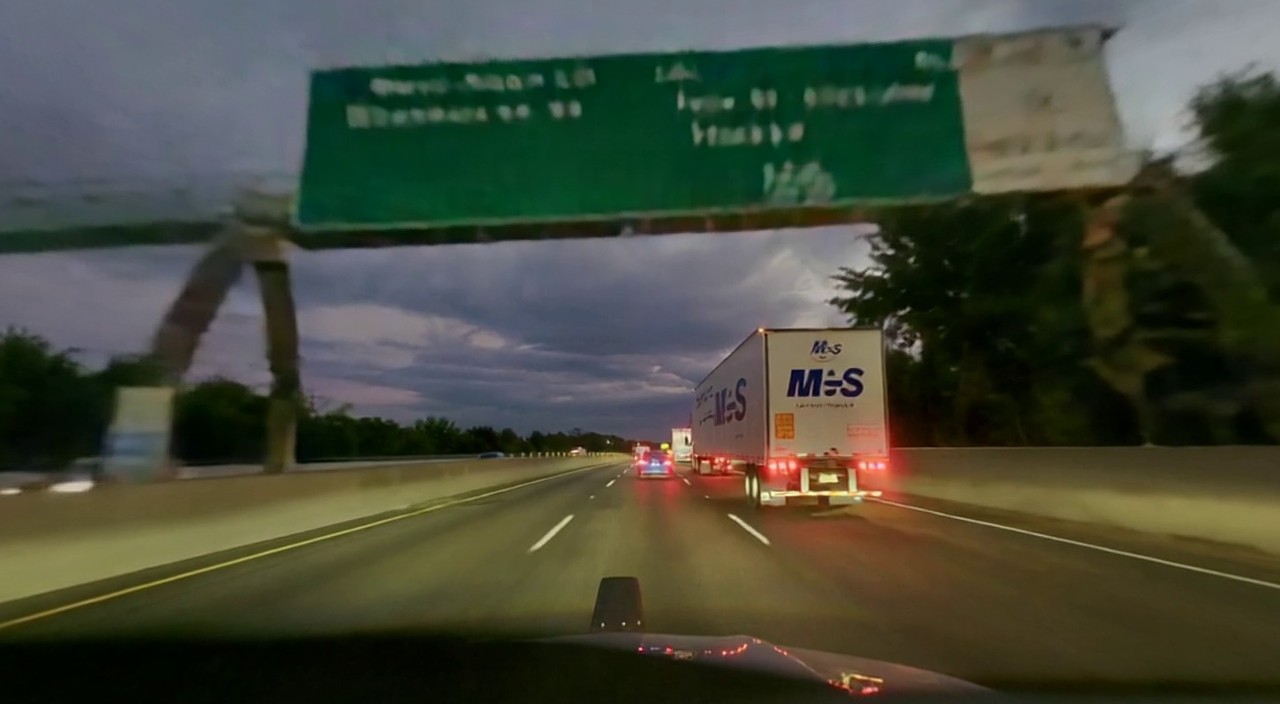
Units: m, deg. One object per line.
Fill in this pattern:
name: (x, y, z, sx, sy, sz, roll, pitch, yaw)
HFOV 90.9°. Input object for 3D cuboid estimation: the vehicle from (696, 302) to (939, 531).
vehicle: (3.773, 2.183, 18.384, 3.002, 4.104, 14.174, 0, -9, 0)

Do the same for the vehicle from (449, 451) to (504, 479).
vehicle: (-9.388, 6.494, 36.566, 1.912, 1.502, 4.283, 0, -9, 2)

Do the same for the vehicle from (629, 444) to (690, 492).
vehicle: (0.639, 4.330, 23.857, 2.121, 1.642, 3.828, 0, -9, -1)

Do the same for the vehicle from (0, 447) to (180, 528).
vehicle: (-13.526, 3.087, 14.975, 1.941, 1.602, 4.247, 0, -9, 0)
